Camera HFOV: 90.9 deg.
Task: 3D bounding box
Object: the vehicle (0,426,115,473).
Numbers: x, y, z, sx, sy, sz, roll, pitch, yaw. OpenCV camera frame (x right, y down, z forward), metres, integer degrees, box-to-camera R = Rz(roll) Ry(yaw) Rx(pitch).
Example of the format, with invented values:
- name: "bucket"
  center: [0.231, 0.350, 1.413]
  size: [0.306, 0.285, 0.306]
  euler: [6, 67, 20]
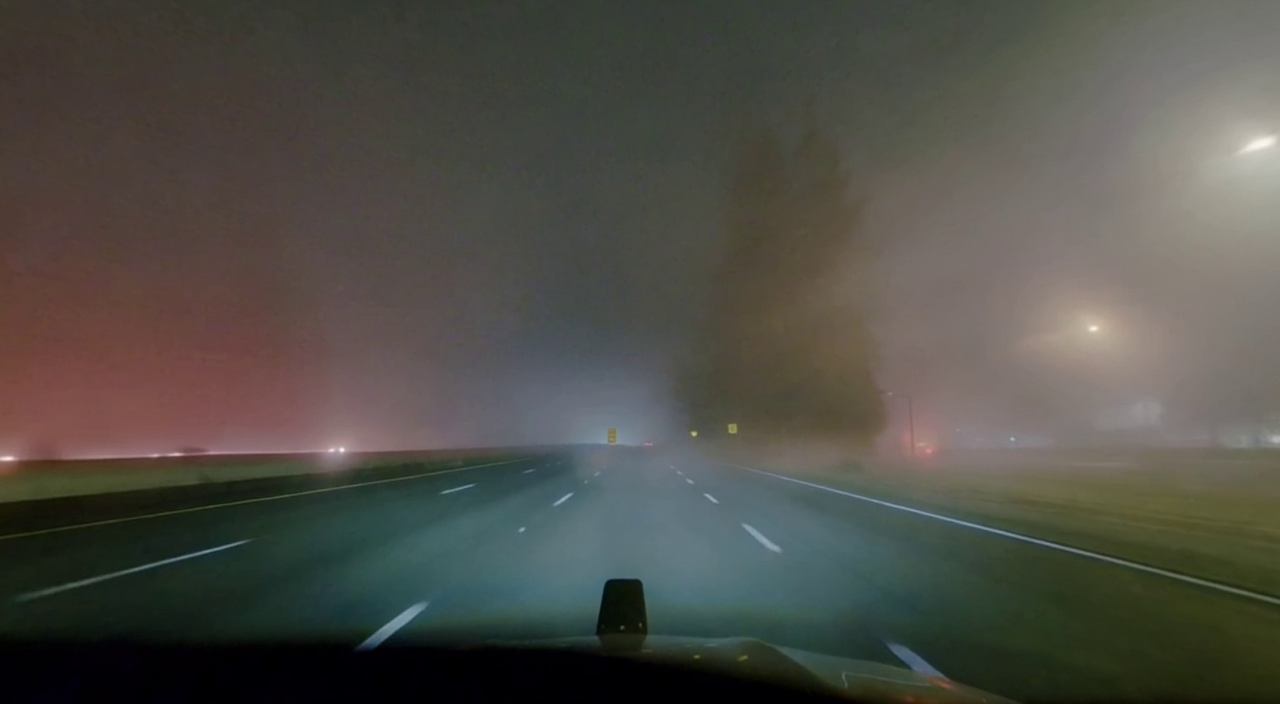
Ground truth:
- name: "vehicle"
  center: [-39.207, 6.214, 40.338]
  size: [3.153, 2.743, 9.365]
  euler: [0, -8, 0]
